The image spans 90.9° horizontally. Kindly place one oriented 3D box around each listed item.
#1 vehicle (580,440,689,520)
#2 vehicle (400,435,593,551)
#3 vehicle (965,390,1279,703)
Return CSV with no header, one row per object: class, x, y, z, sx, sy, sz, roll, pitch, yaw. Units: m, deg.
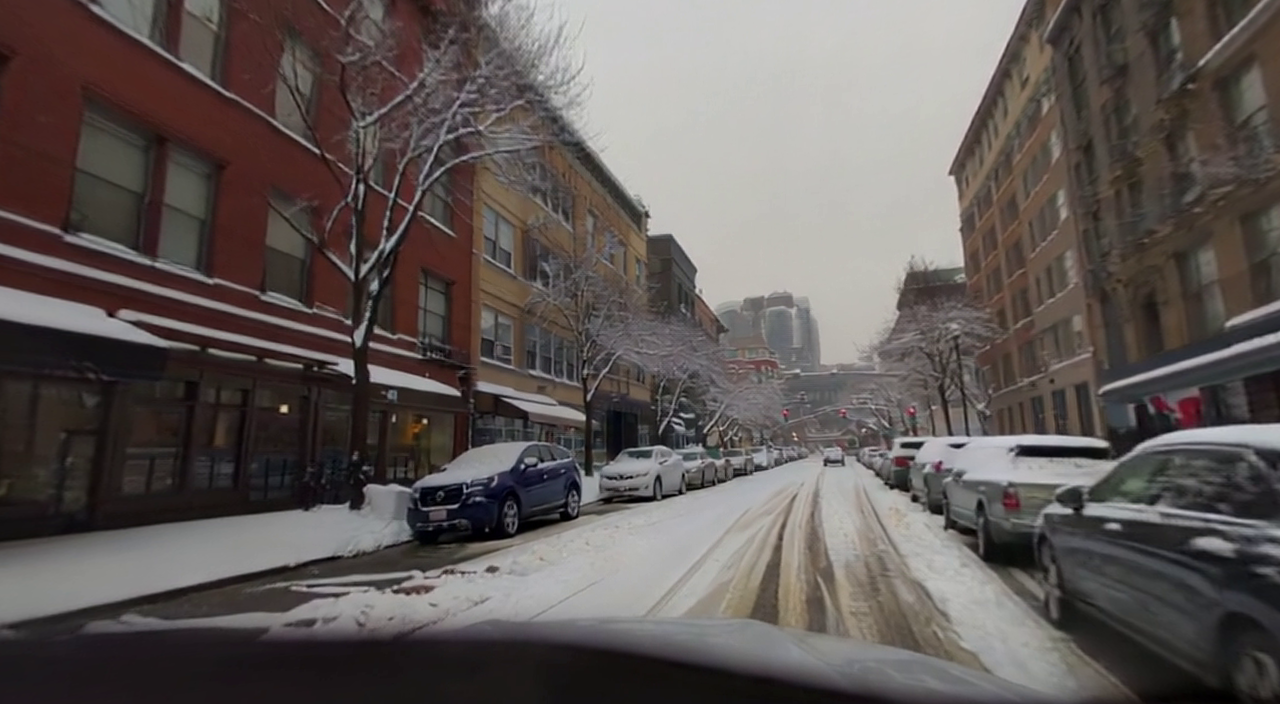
vehicle,0.006,3.231,16.577,1.867,1.519,3.920,-1,-4,16
vehicle,-2.189,2.186,10.443,1.875,1.564,2.982,-3,-8,16
vehicle,3.179,1.016,3.031,1.925,1.481,4.653,-3,-8,16
